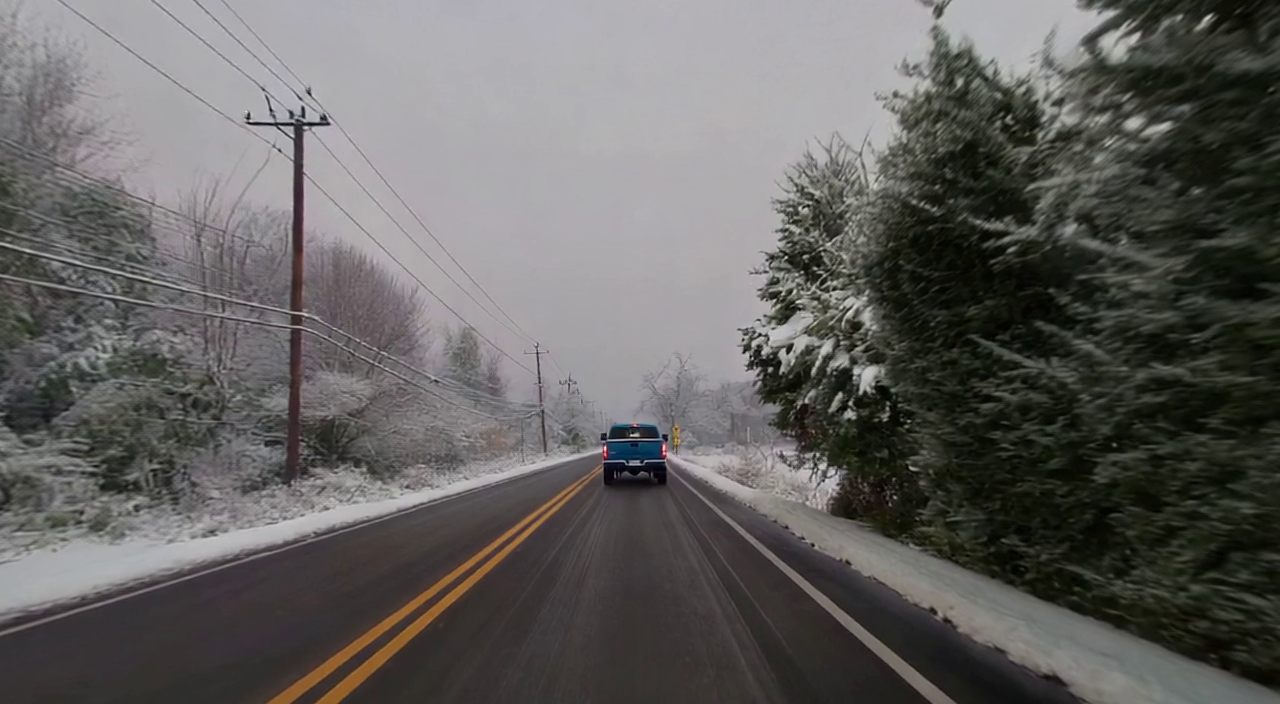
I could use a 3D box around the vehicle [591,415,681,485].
[{"bbox_3d":[-0.204,3.856,25.091,3.021,2.326,7.410,0,-8,-1],"label":"vehicle"}]
